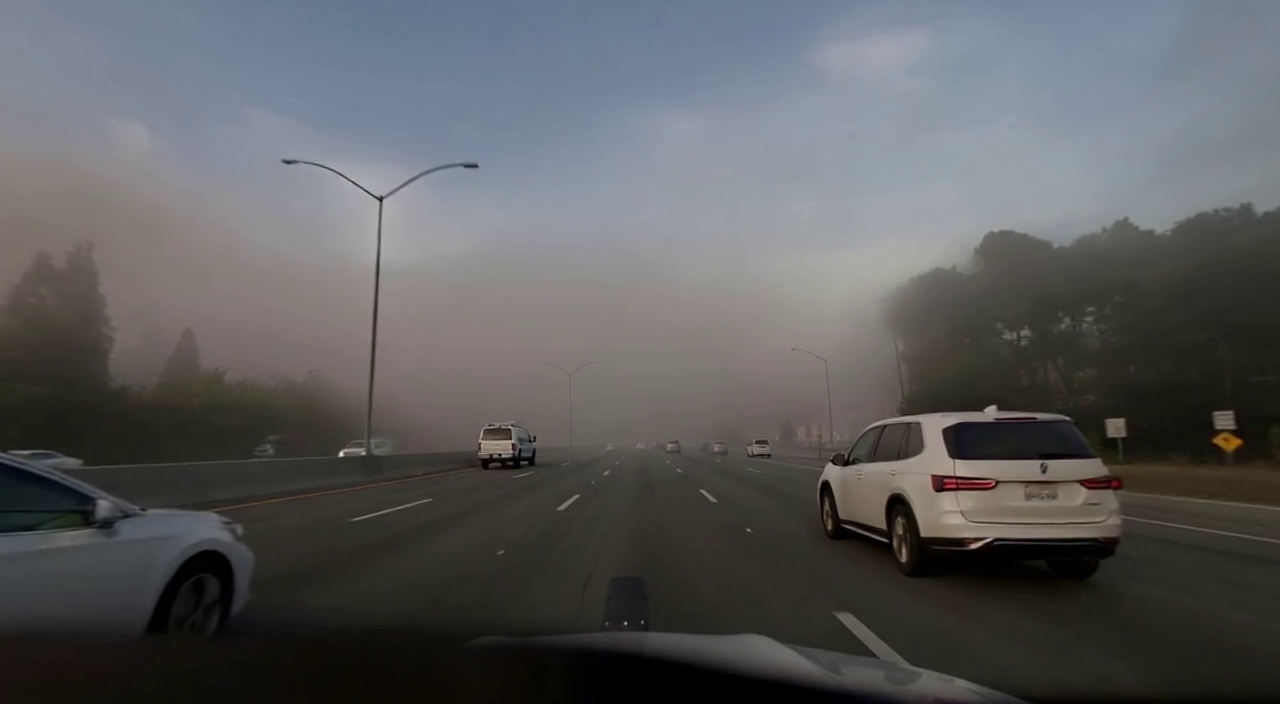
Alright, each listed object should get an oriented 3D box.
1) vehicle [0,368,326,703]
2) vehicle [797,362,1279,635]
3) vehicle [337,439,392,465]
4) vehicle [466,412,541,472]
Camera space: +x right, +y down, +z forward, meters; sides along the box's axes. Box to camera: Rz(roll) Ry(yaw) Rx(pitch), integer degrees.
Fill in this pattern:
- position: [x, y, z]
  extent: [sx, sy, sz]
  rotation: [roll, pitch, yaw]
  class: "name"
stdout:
- position: [-3.370, 0.825, 2.182]
  extent: [2.080, 1.542, 4.718]
  rotation: [0, -8, 1]
  class: "vehicle"
- position: [3.386, 1.348, 6.792]
  extent: [2.148, 1.852, 4.835]
  rotation: [0, -8, 0]
  class: "vehicle"
- position: [-15.705, 5.719, 36.106]
  extent: [1.520, 1.412, 3.458]
  rotation: [0, -8, 1]
  class: "vehicle"
- position: [-6.969, 4.723, 33.067]
  extent: [2.362, 2.778, 6.630]
  rotation: [0, -8, 0]
  class: "vehicle"
